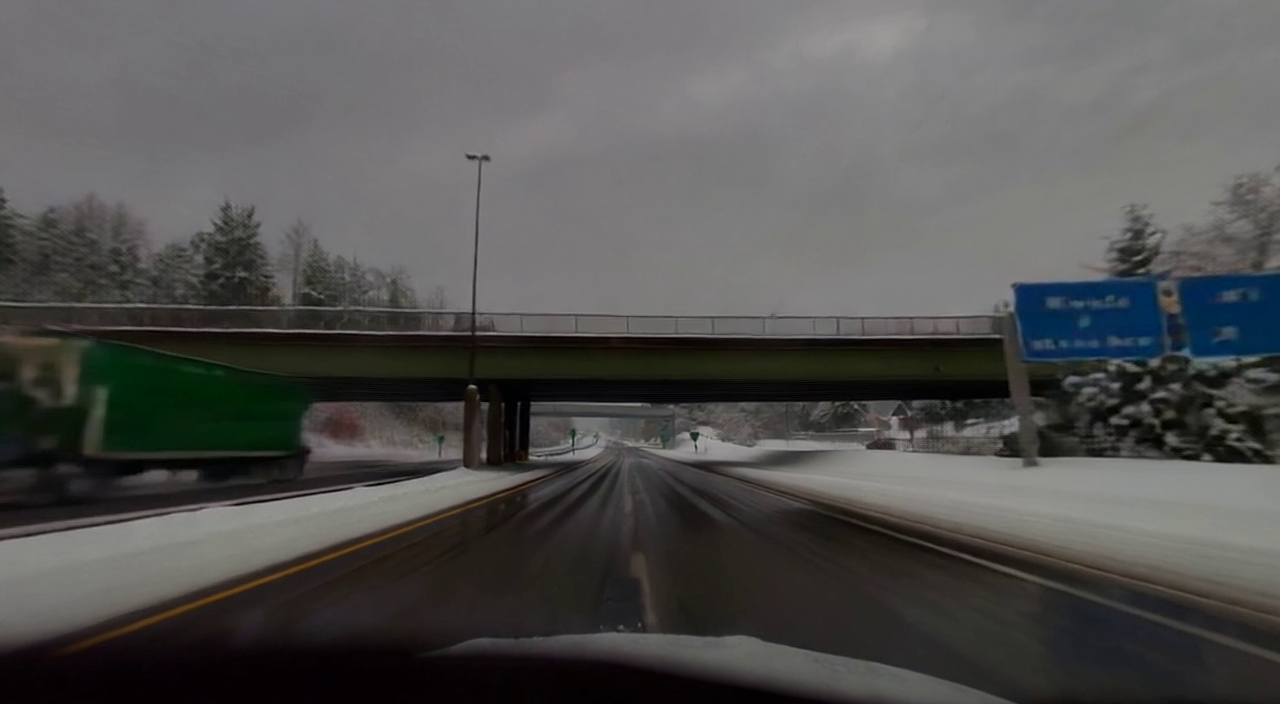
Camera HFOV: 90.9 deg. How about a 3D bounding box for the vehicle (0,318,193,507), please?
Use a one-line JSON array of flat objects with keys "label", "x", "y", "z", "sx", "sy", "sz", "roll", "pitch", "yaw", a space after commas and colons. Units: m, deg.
[{"label": "vehicle", "x": -15.499, "y": 1.704, "z": 16.229, "sx": 3.391, "sy": 4.040, "sz": 5.988, "roll": 0, "pitch": -9, "yaw": -1}]
